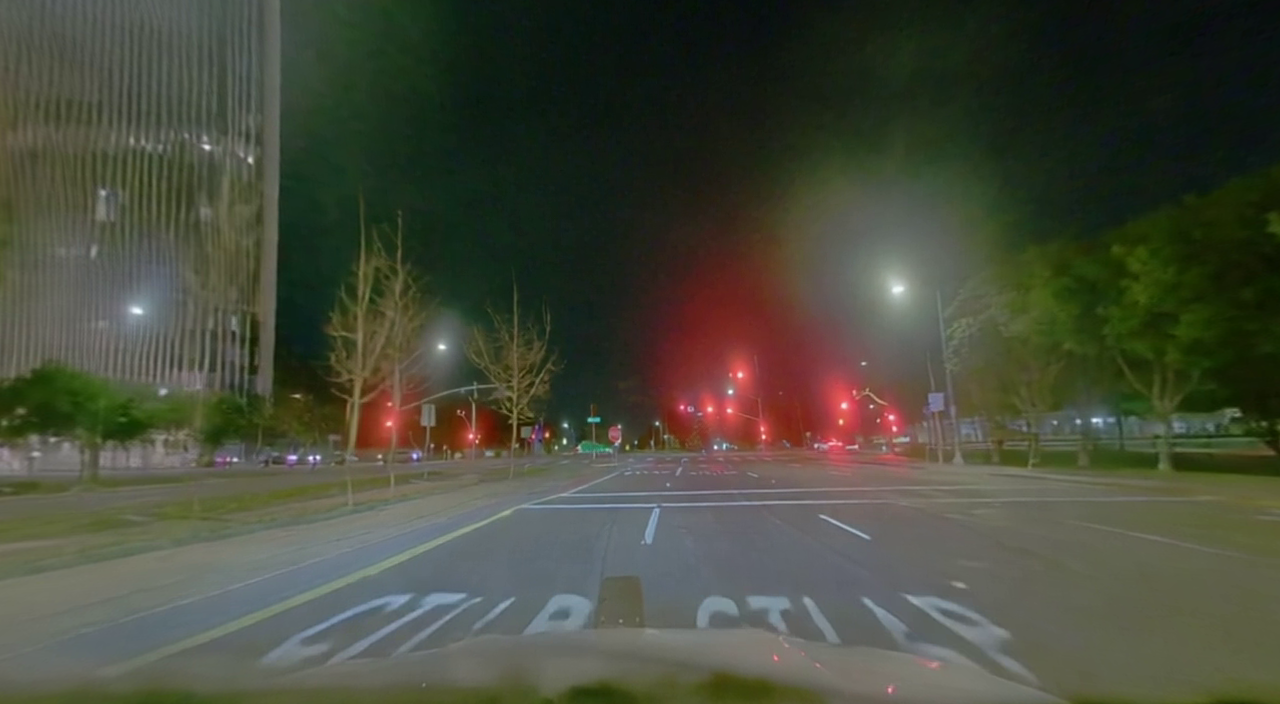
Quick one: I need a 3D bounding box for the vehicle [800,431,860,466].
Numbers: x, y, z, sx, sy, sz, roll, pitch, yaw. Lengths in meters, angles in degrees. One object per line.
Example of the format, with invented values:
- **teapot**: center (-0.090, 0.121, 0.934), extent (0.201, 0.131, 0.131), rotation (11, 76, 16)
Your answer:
- **vehicle**: center (10.805, 5.537, 36.326), extent (2.156, 1.881, 4.743), rotation (0, -9, 3)
